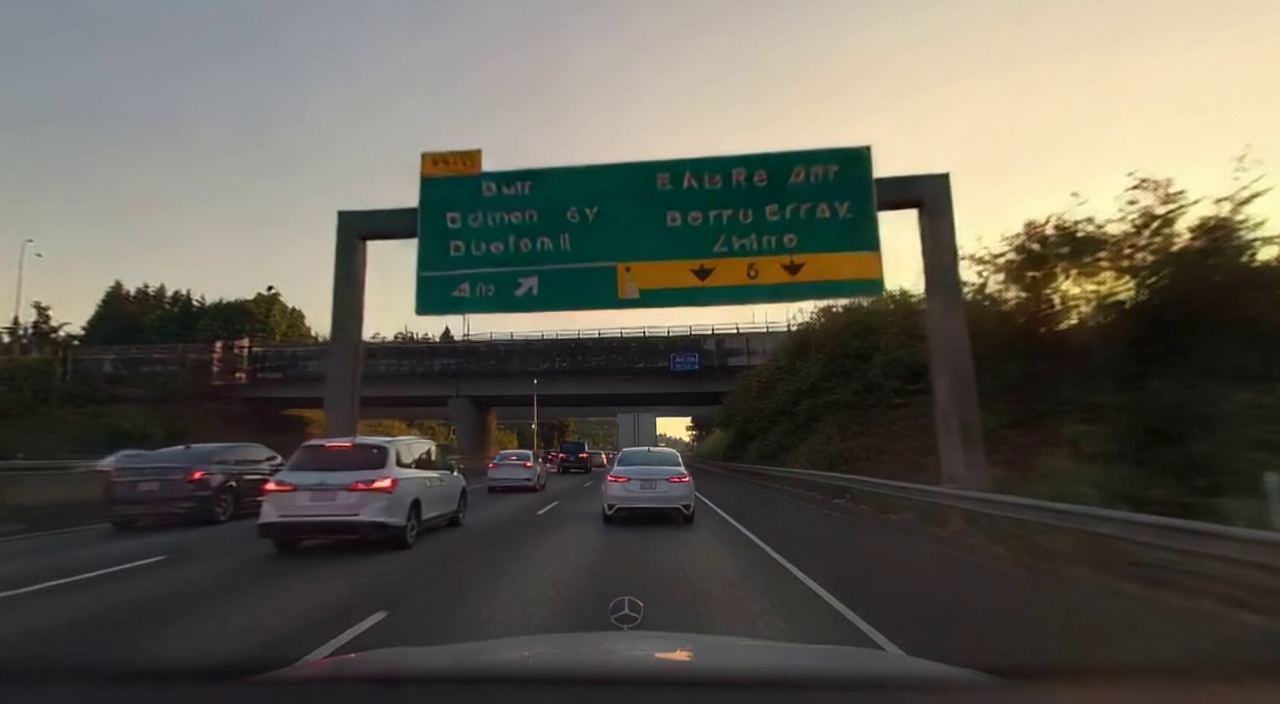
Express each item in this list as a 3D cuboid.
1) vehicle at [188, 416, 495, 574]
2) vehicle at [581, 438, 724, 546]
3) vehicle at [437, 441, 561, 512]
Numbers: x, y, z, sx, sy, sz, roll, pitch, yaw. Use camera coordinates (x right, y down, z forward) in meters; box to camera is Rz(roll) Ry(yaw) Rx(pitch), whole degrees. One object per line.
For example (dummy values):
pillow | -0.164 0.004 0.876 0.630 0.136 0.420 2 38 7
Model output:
vehicle | -3.635 1.844 8.830 2.165 1.638 4.317 0 -9 0
vehicle | 0.165 2.231 10.562 1.995 1.495 3.380 0 -9 0
vehicle | -3.286 3.007 15.653 1.980 1.491 4.340 0 -9 1
